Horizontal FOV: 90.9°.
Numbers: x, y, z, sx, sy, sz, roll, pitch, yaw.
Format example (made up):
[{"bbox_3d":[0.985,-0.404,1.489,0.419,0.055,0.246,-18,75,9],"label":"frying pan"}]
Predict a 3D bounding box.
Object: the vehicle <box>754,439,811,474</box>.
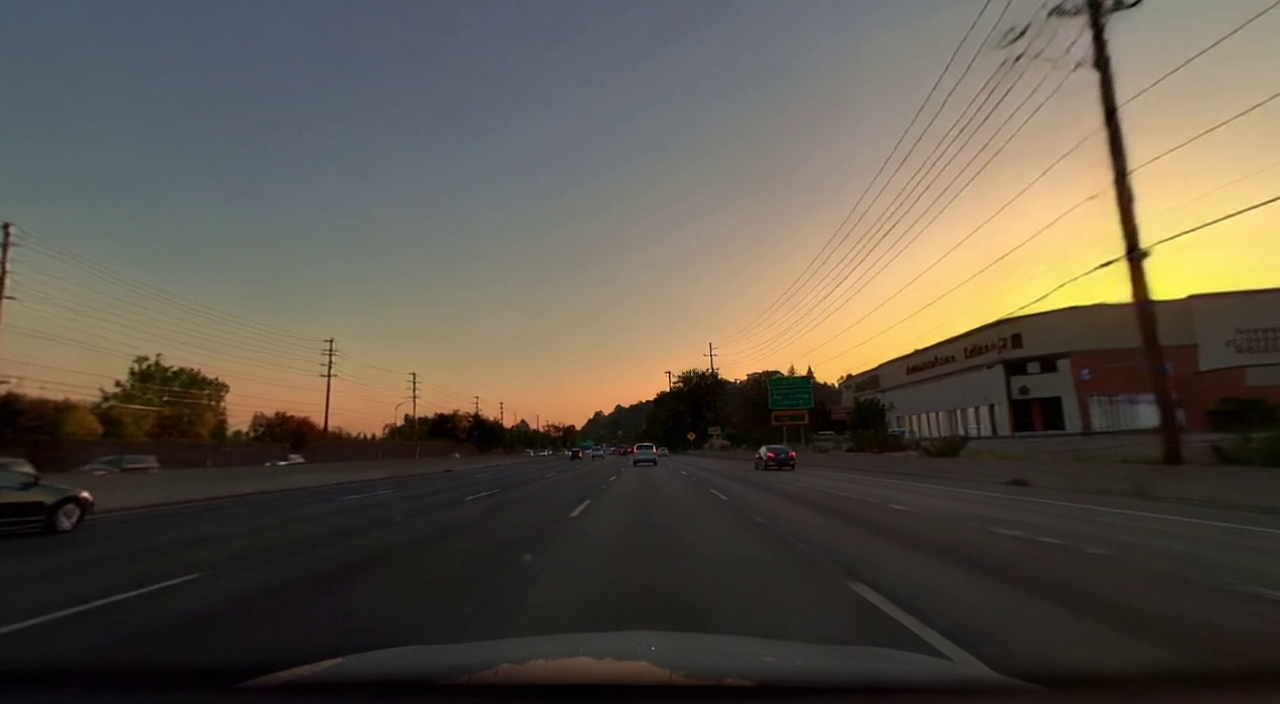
[{"bbox_3d":[7.456,5.540,33.479,1.937,1.698,4.322,0,-9,-1],"label":"vehicle"}]
